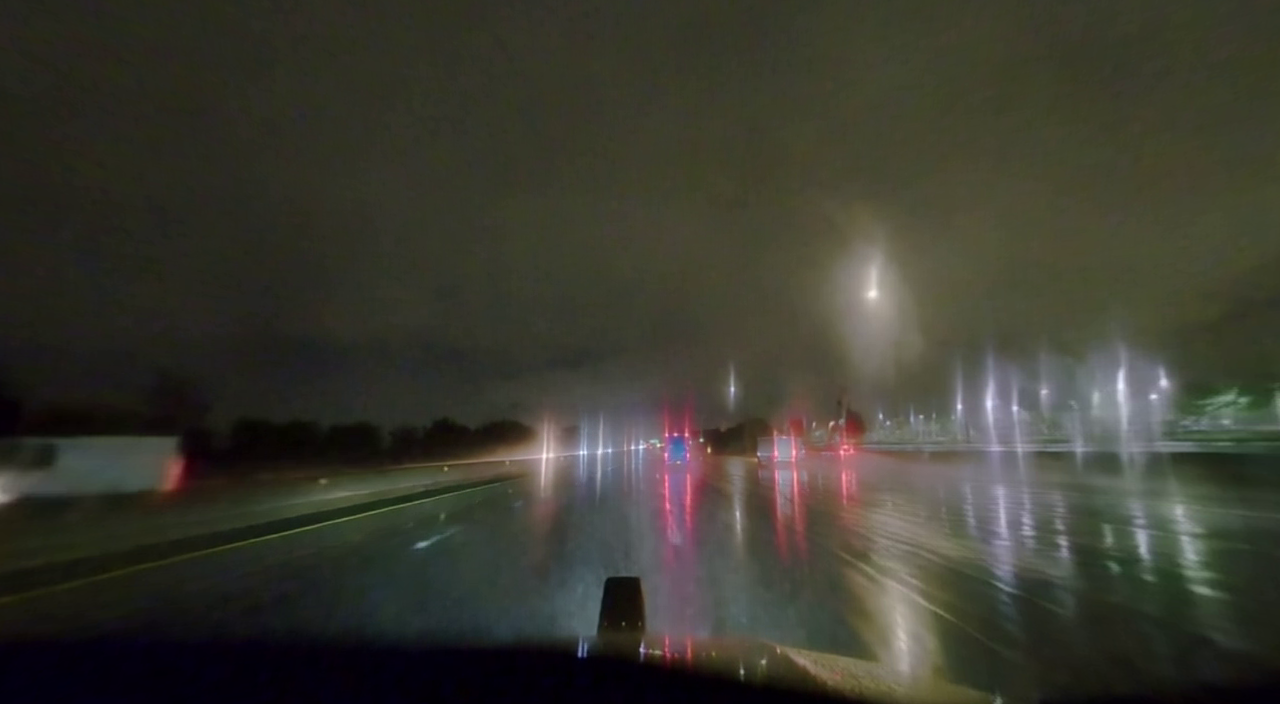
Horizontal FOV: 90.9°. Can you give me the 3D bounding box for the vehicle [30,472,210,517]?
[{"bbox_3d":[-20.604,5.650,25.459,2.173,1.369,5.924,0,-9,1],"label":"vehicle"}]
